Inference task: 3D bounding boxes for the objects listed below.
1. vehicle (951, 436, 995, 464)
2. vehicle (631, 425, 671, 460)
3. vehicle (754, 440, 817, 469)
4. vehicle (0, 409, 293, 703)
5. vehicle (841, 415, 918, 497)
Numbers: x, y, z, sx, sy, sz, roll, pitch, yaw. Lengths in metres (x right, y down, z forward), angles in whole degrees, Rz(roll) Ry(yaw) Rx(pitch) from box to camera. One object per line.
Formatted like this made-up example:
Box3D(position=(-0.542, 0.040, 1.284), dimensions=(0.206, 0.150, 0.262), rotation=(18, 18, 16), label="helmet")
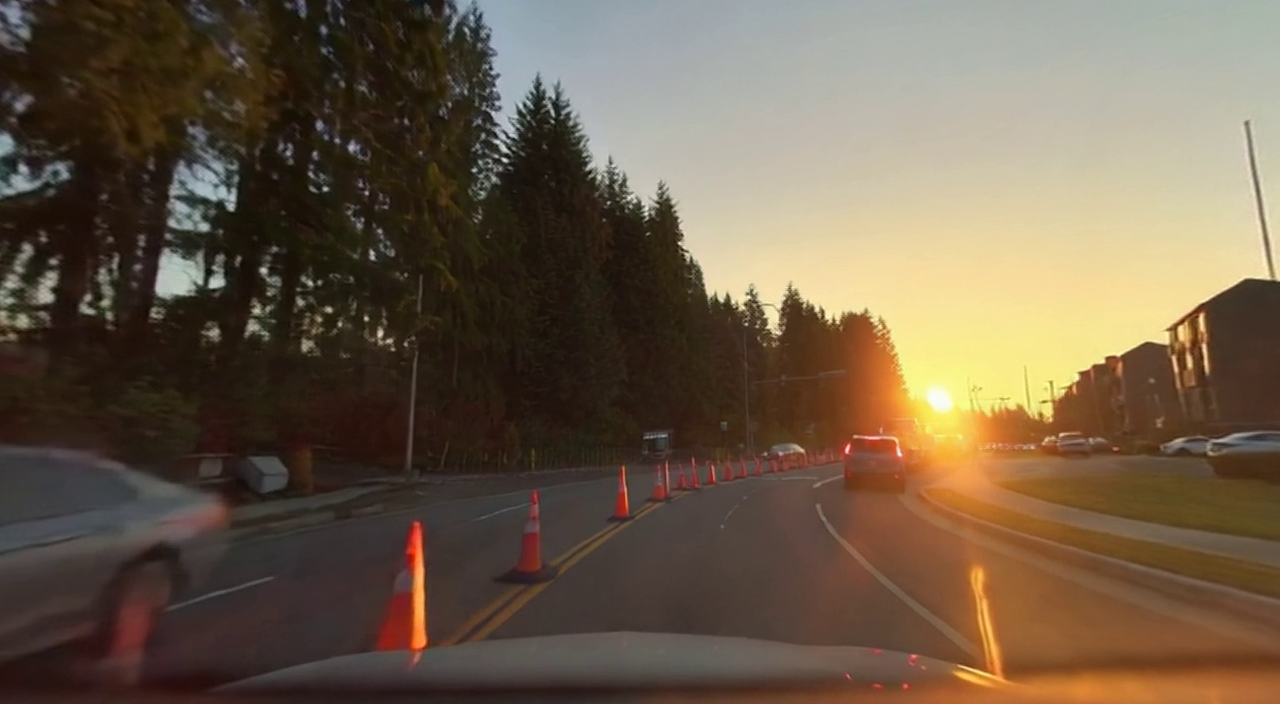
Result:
Box3D(position=(22.347, 6.524, 42.284), dimensions=(2.030, 1.774, 3.884), rotation=(-5, -10, 34), label="vehicle")
Box3D(position=(0.885, 7.082, 49.608), dimensions=(2.665, 2.465, 1.532), rotation=(1, -6, 22), label="vehicle")
Box3D(position=(8.016, 5.555, 34.513), dimensions=(1.933, 1.428, 4.449), rotation=(-5, -10, 33), label="vehicle")
Box3D(position=(-3.878, 1.016, 2.905), dimensions=(1.945, 1.494, 4.201), rotation=(0, -8, 4), label="vehicle")
Box3D(position=(7.150, 3.080, 19.151), dimensions=(1.913, 2.241, 3.024), rotation=(-3, -7, 17), label="vehicle")
